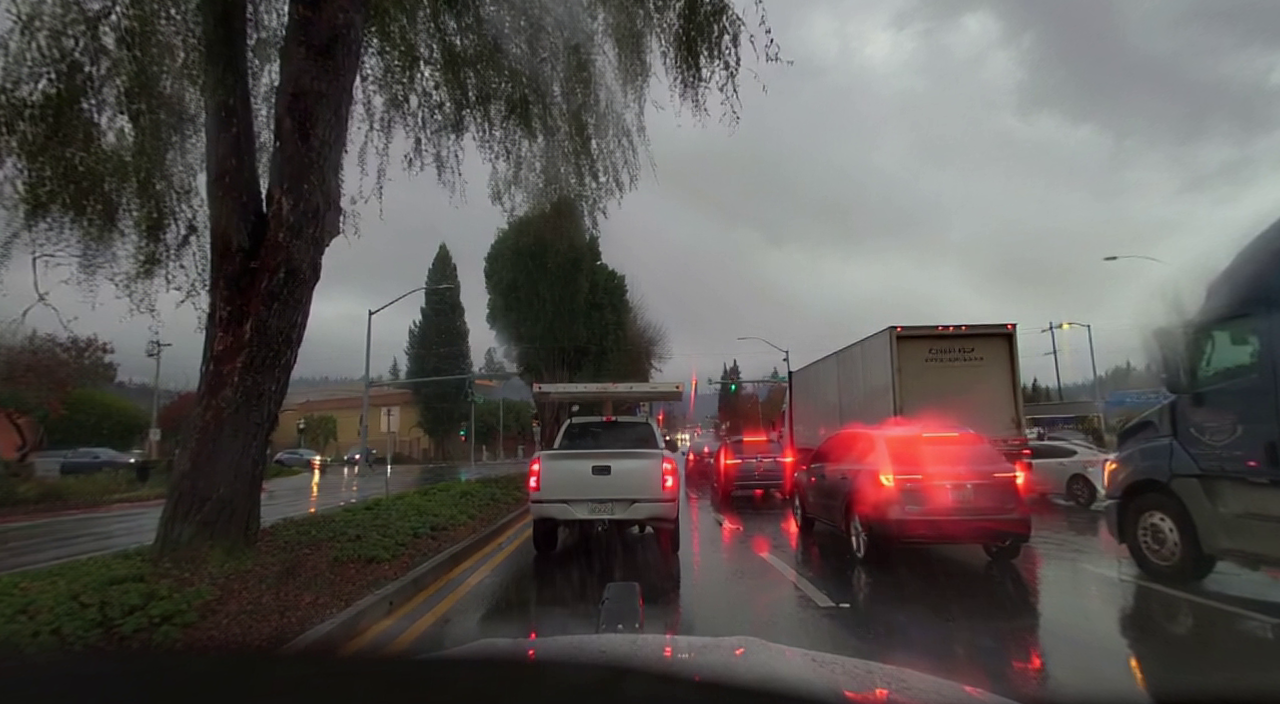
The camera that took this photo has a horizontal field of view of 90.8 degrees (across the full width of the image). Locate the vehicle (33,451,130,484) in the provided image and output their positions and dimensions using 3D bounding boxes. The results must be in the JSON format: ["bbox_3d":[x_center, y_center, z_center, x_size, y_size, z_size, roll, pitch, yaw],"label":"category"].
[{"bbox_3d":[-28.566,5.896,32.491,1.730,1.534,3.922,1,-9,-8],"label":"vehicle"}]

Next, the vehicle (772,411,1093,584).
[{"bbox_3d":[3.247,1.736,8.436,1.905,1.587,4.998,0,-9,0],"label":"vehicle"}]

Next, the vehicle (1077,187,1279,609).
[{"bbox_3d":[6.514,0.114,3.414,2.802,3.322,7.429,0,-9,-1],"label":"vehicle"}]

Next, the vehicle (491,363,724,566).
[{"bbox_3d":[-0.365,1.595,9.455,2.499,2.183,5.111,0,-9,0],"label":"vehicle"}]

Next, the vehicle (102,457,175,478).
[{"bbox_3d":[-38.195,8.787,48.131,4.150,1.474,1.826,-1,-9,6],"label":"vehicle"}]
